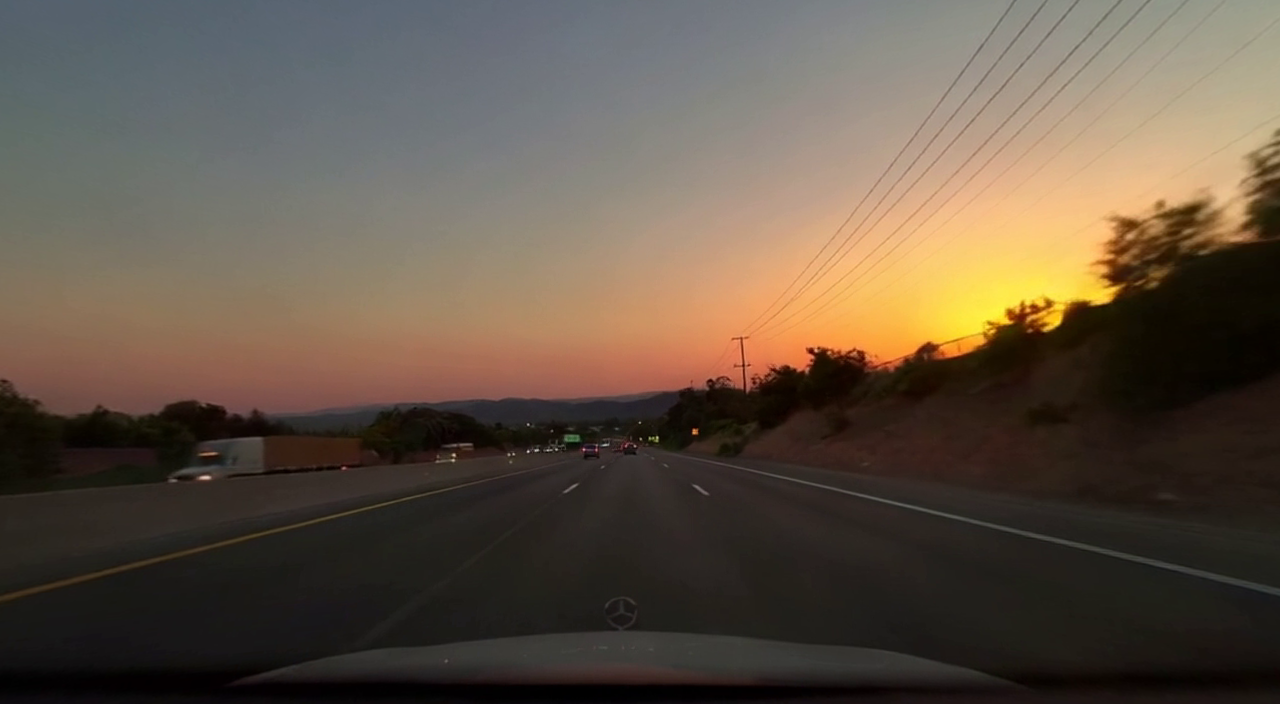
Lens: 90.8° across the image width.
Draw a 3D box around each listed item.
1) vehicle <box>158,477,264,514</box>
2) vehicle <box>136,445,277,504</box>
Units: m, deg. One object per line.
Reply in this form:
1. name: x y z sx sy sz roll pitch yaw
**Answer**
1. vehicle: -24.582 8.222 36.551 2.230 1.685 5.700 0 -8 -1
2. vehicle: -33.290 9.325 49.490 2.996 3.694 11.637 -4 -7 0
